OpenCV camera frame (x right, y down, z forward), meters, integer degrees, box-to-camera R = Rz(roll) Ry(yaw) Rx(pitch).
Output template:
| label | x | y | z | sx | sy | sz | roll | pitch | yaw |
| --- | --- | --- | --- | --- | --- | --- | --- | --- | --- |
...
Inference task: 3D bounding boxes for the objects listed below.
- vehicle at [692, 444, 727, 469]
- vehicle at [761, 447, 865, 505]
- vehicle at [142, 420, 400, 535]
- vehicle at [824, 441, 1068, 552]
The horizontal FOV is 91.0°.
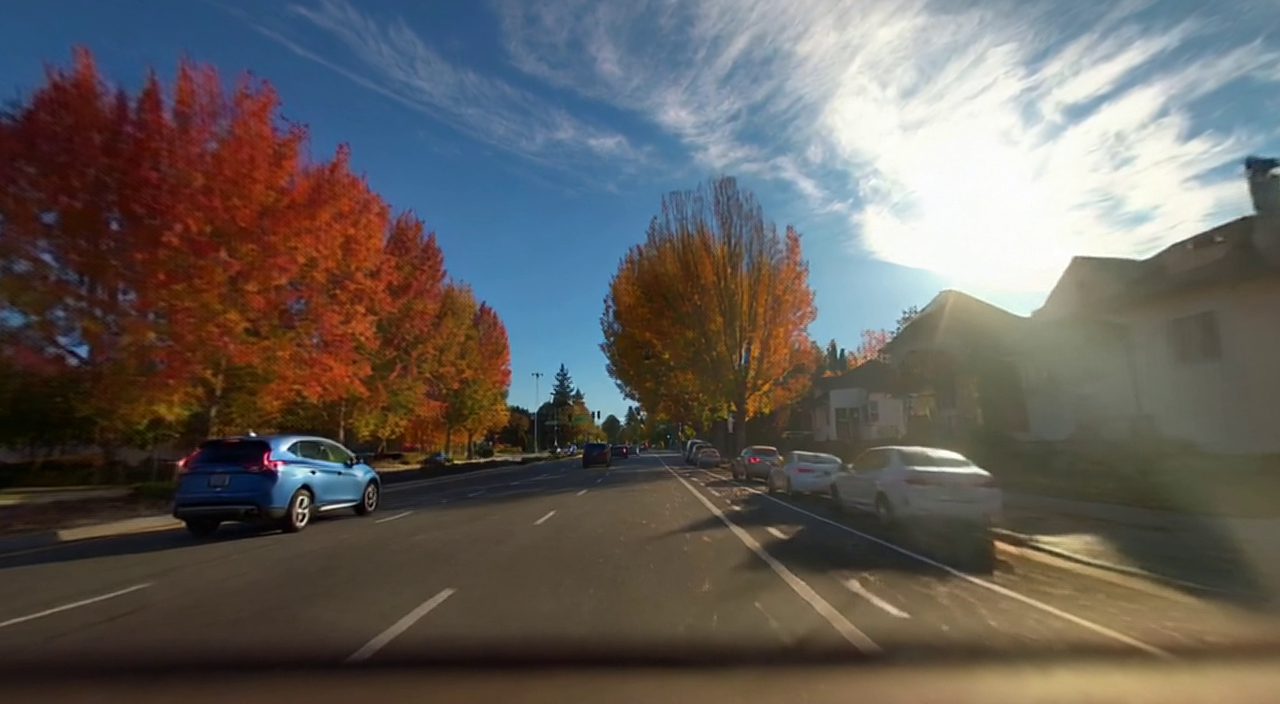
| label | x | y | z | sx | sy | sz | roll | pitch | yaw |
| --- | --- | --- | --- | --- | --- | --- | --- | --- | --- |
| vehicle | 4.957 | 7.515 | 45.348 | 1.950 | 1.668 | 4.414 | 1 | -9 | -1 |
| vehicle | 4.887 | 3.536 | 18.439 | 1.824 | 1.453 | 4.374 | 0 | -9 | 0 |
| vehicle | -6.484 | 2.247 | 11.869 | 2.034 | 1.711 | 4.512 | 0 | -9 | 1 |
| vehicle | 4.906 | 2.351 | 11.068 | 1.952 | 1.505 | 4.713 | 0 | -9 | 0 |
